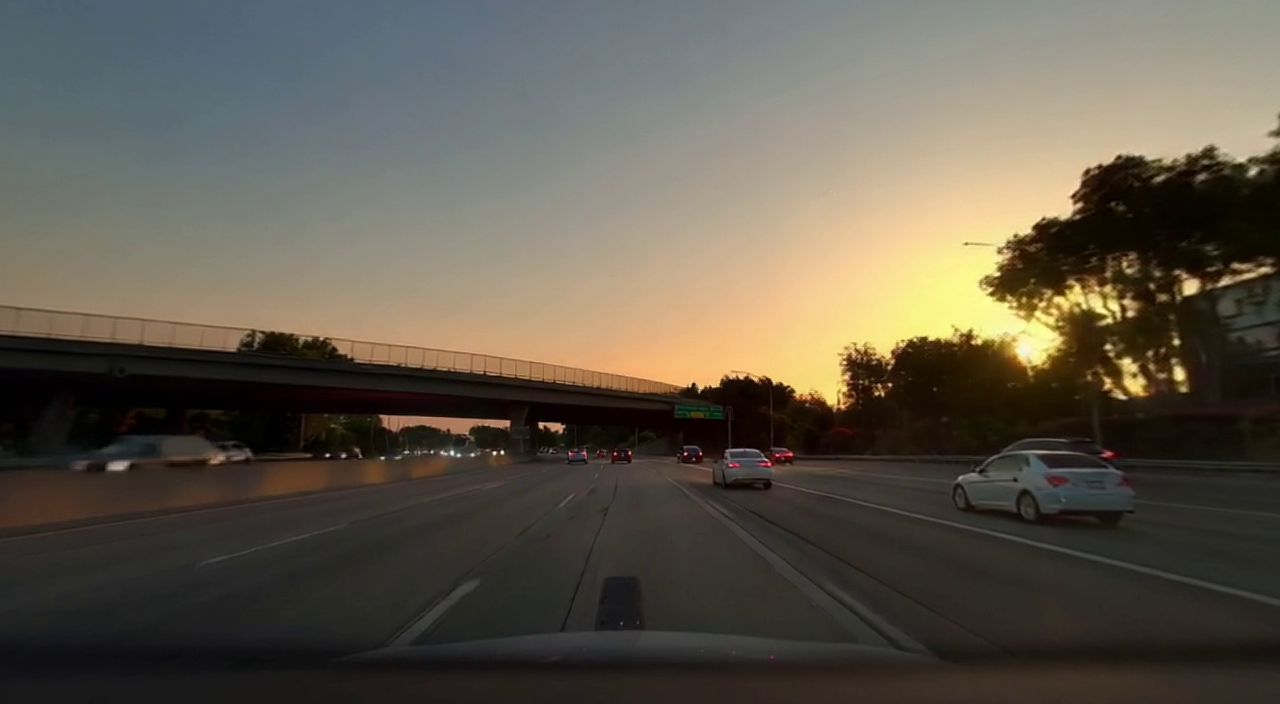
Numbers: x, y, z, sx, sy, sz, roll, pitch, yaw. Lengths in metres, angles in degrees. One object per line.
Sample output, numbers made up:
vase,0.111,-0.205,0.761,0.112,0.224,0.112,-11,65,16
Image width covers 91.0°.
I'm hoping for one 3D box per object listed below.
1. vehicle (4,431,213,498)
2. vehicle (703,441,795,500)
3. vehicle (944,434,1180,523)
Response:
vehicle,-16.976,3.635,20.656,2.148,1.902,5.385,0,-9,-1
vehicle,3.116,3.505,18.857,1.975,1.562,3.823,0,-9,-1
vehicle,9.034,2.751,14.153,1.909,1.634,4.739,0,-9,-1
